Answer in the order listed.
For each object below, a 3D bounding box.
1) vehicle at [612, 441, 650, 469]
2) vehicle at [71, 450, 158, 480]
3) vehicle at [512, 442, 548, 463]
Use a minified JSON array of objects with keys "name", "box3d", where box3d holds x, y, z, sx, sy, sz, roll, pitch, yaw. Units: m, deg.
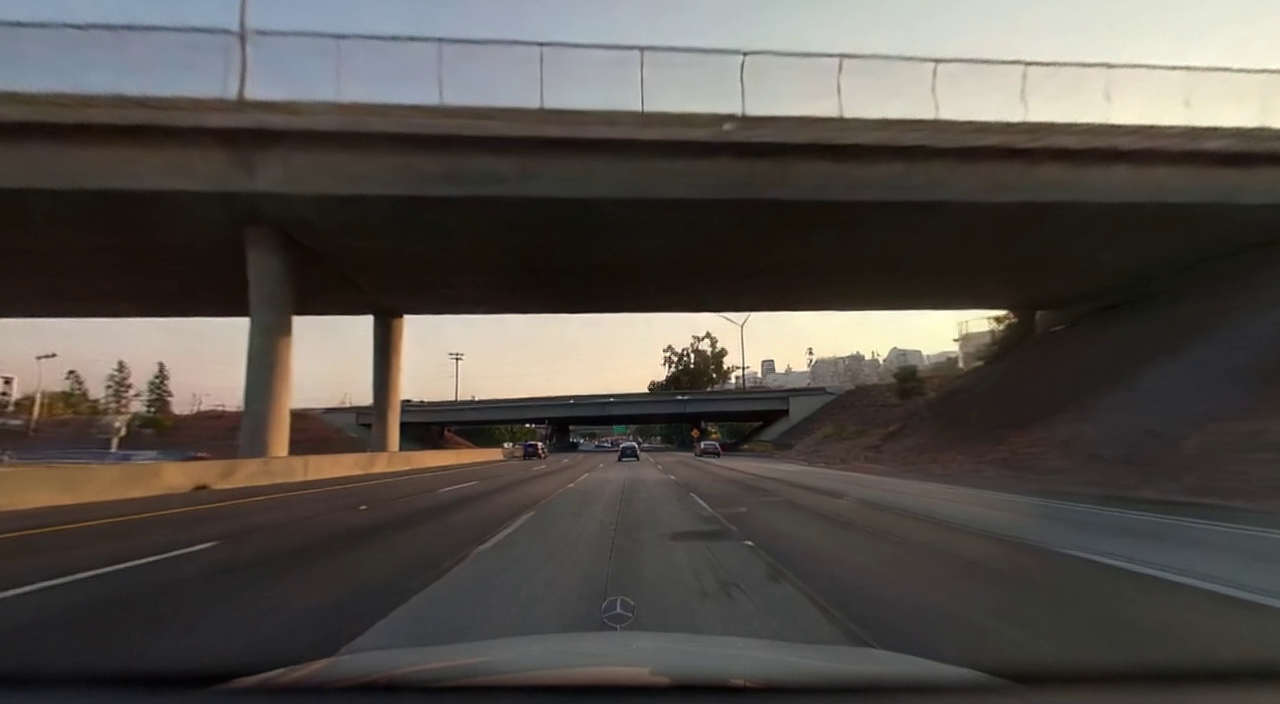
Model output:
[{"name":"vehicle","box3d":[-0.561,5.820,35.742,2.012,1.471,4.059,0,-8,-2]},{"name":"vehicle","box3d":[-35.730,7.678,43.105,2.016,1.894,4.465,0,-8,0]},{"name":"vehicle","box3d":[-8.276,7.593,47.837,1.957,1.554,4.350,0,-8,0]}]
